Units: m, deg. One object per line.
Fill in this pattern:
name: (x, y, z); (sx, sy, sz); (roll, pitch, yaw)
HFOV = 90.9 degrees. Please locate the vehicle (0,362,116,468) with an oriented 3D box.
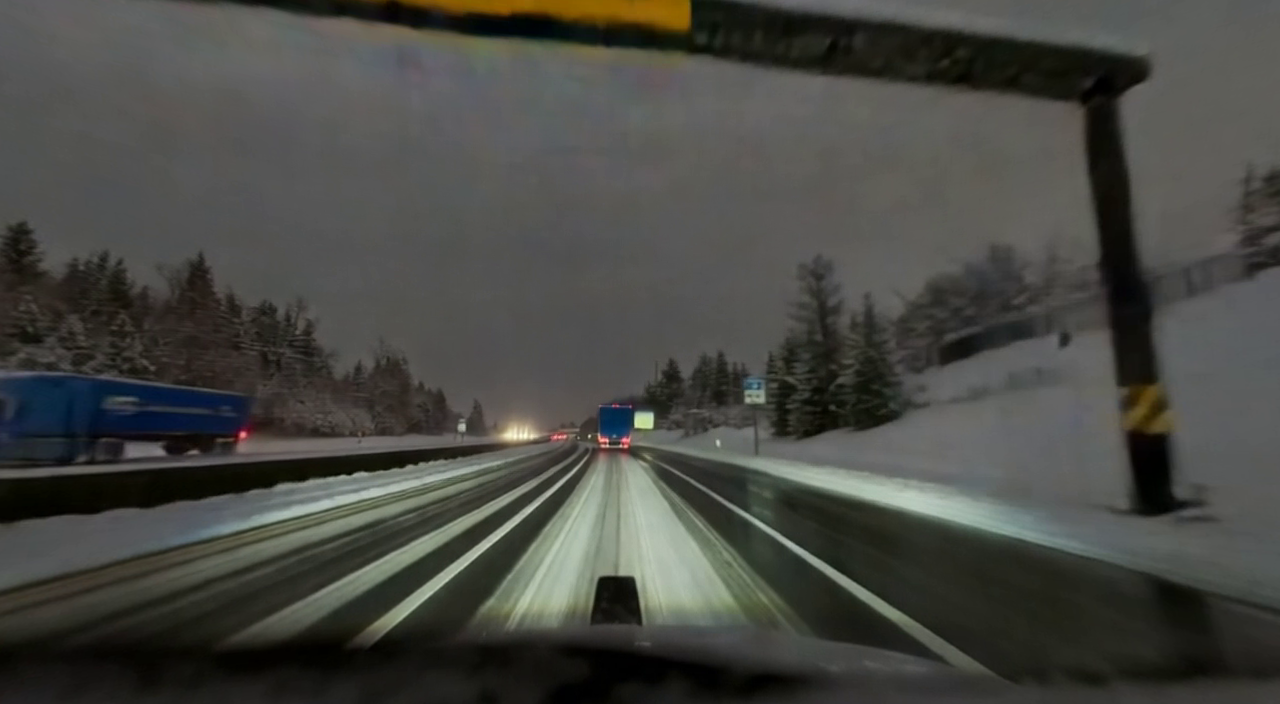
vehicle: (-25.405, 2.676, 25.622); (2.968, 3.914, 6.085); (0, -9, -3)
